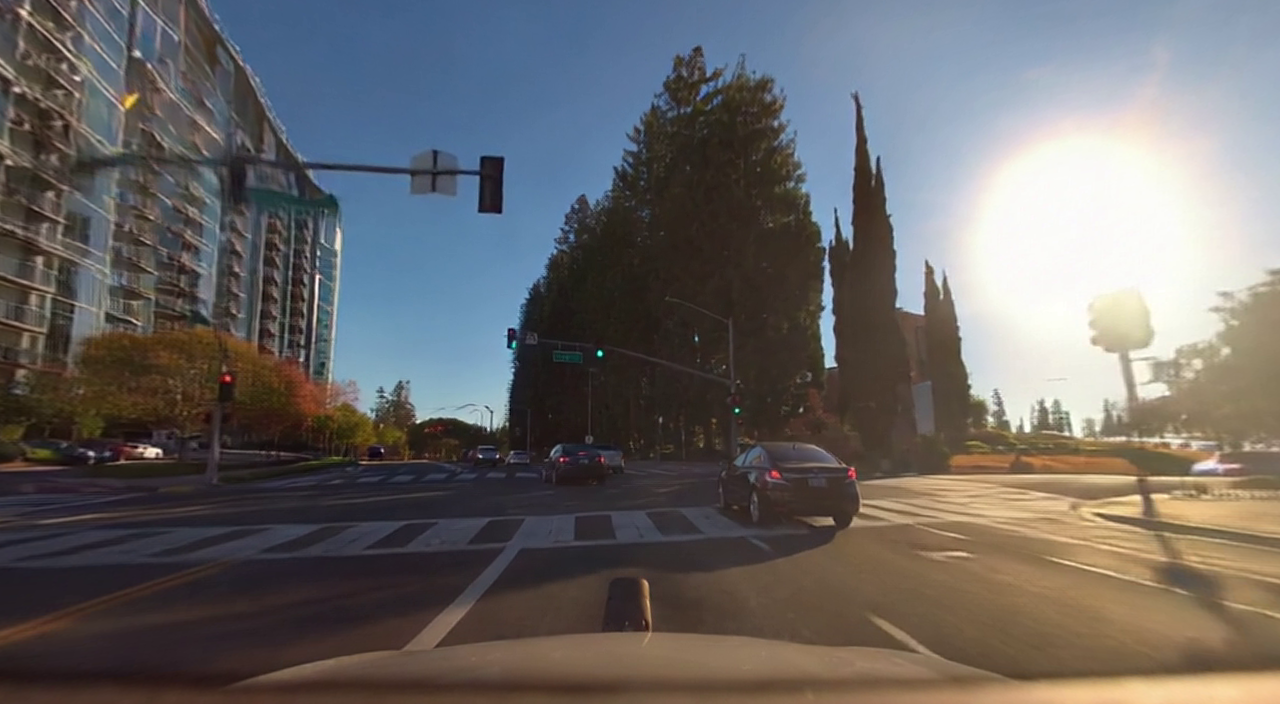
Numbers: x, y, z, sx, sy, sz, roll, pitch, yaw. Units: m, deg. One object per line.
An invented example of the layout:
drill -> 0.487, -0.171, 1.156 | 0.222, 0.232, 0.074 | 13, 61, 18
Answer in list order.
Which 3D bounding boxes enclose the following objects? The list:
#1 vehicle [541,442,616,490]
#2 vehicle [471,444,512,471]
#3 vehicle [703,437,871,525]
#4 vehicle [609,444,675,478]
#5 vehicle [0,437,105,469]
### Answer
vehicle -> -2.345, 4.057, 22.866 | 2.308, 1.535, 4.811 | 2, -9, -10
vehicle -> -9.116, 6.404, 38.469 | 2.012, 1.492, 4.079 | 4, -8, -18
vehicle -> 2.773, 2.552, 13.114 | 1.984, 1.476, 4.488 | 1, -9, -6
vehicle -> 0.008, 5.170, 30.258 | 1.957, 1.463, 4.701 | 2, -9, -15
vehicle -> -31.624, 5.411, 33.882 | 3.796, 1.595, 1.808 | 3, -9, -18
